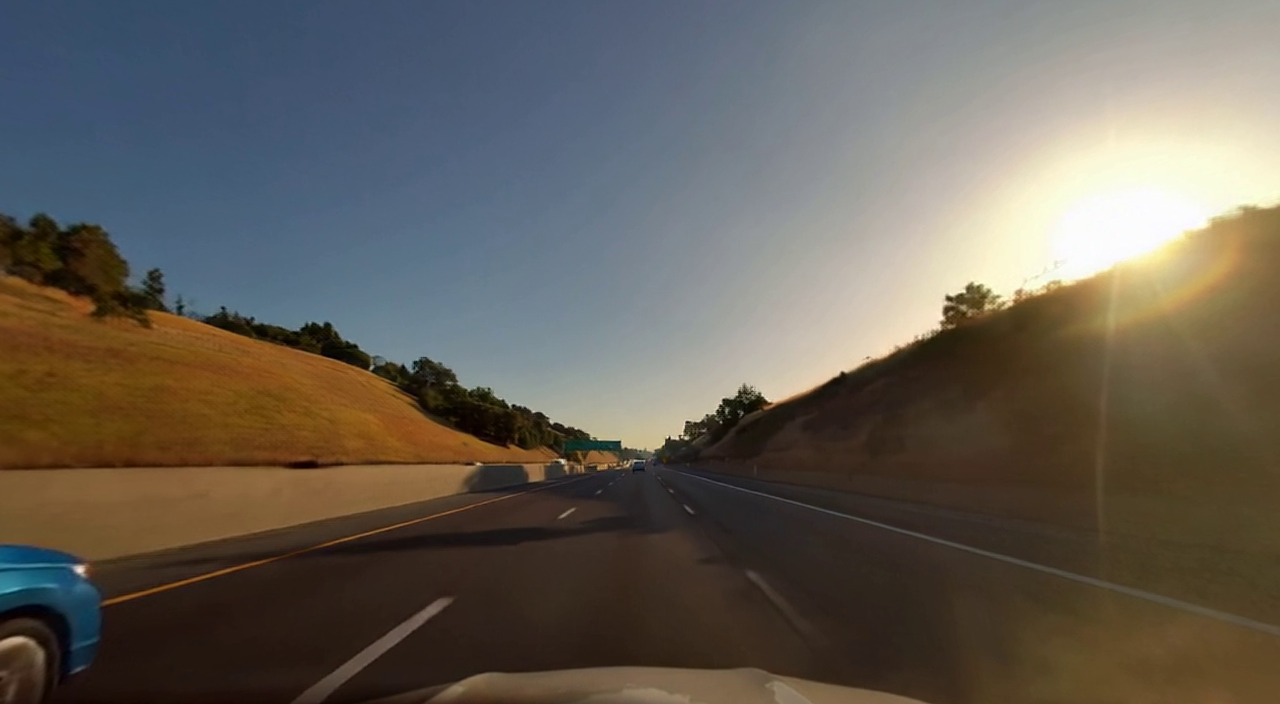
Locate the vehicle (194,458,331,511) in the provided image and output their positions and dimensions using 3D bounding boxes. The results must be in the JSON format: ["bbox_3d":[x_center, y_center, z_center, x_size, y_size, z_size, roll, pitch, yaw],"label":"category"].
[{"bbox_3d":[-11.779,4.155,20.058,1.801,1.457,4.100,1,-10,0],"label":"vehicle"}]

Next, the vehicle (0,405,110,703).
[{"bbox_3d":[-3.252,0.598,0.363,2.016,1.506,4.387,1,-11,0],"label":"vehicle"}]
